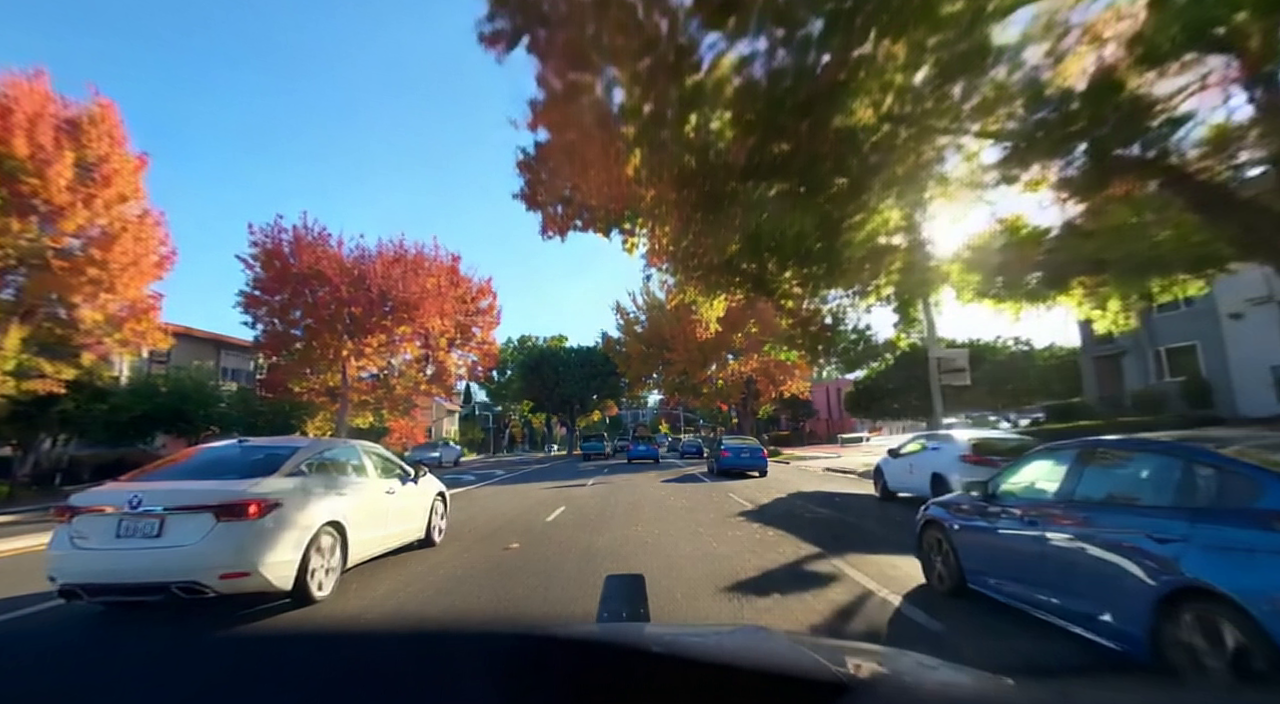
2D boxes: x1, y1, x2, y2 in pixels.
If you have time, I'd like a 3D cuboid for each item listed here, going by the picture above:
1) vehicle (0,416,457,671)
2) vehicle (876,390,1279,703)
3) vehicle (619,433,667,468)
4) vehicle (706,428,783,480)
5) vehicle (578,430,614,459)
[{"bbox_3d":[-3.496,1.461,6.039,1.997,1.479,4.547,0,-8,1],"label":"vehicle"},{"bbox_3d":[3.359,1.120,3.908,2.060,1.474,4.475,0,-8,0],"label":"vehicle"},{"bbox_3d":[0.133,5.025,32.311,2.293,1.662,4.262,0,-8,0],"label":"vehicle"},{"bbox_3d":[3.648,3.667,22.773,2.019,1.675,4.488,0,-8,0],"label":"vehicle"},{"bbox_3d":[-3.310,7.110,48.154,2.246,2.062,5.123,0,-8,2],"label":"vehicle"}]
